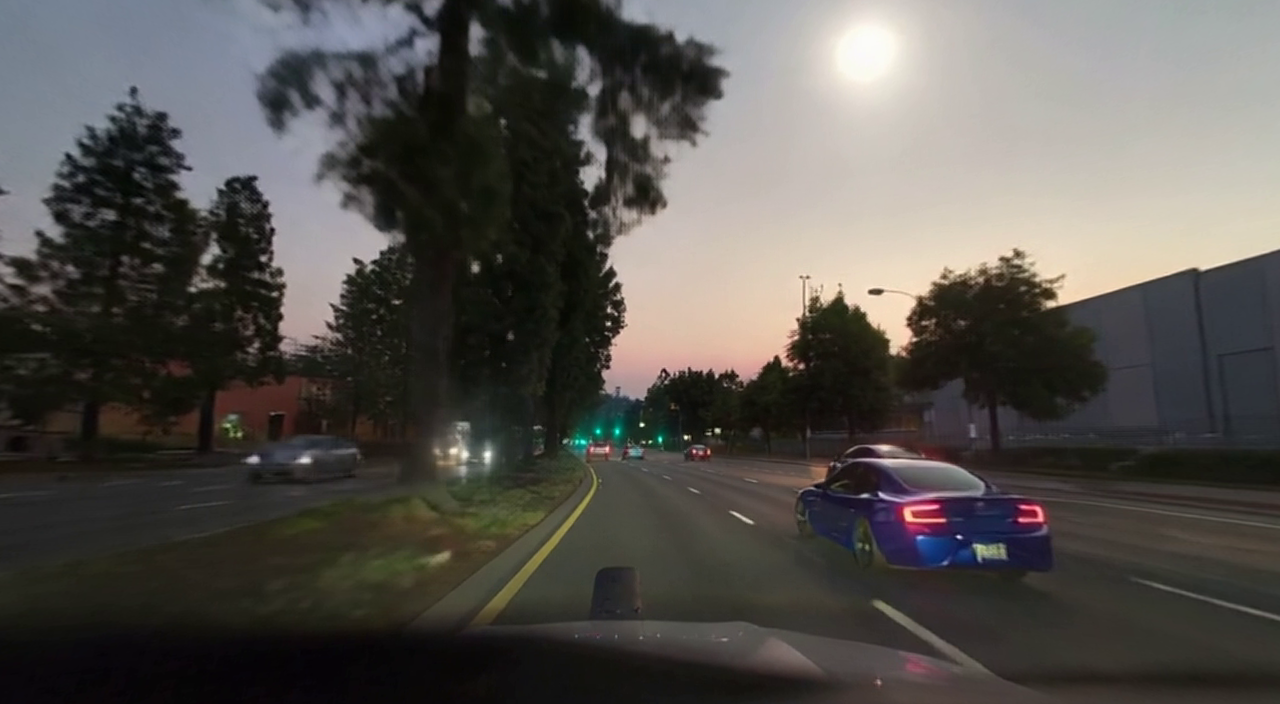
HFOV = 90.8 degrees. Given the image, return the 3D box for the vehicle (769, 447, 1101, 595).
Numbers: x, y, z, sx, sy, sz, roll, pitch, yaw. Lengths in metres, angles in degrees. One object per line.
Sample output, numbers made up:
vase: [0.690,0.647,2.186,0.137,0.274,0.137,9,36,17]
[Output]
vehicle: [3.207,1.917,8.115,1.990,1.347,4.388,1,-9,-2]

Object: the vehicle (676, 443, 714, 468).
vehicle: [3.903,7.367,45.265,1.931,1.685,4.054,1,-9,-7]

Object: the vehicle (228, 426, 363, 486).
vehicle: [-11.035,3.378,20.715,2.048,1.738,4.520,1,-9,-3]

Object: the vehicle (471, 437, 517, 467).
vehicle: [-8.845,6.100,38.642,2.065,1.712,4.349,1,-9,-5]
